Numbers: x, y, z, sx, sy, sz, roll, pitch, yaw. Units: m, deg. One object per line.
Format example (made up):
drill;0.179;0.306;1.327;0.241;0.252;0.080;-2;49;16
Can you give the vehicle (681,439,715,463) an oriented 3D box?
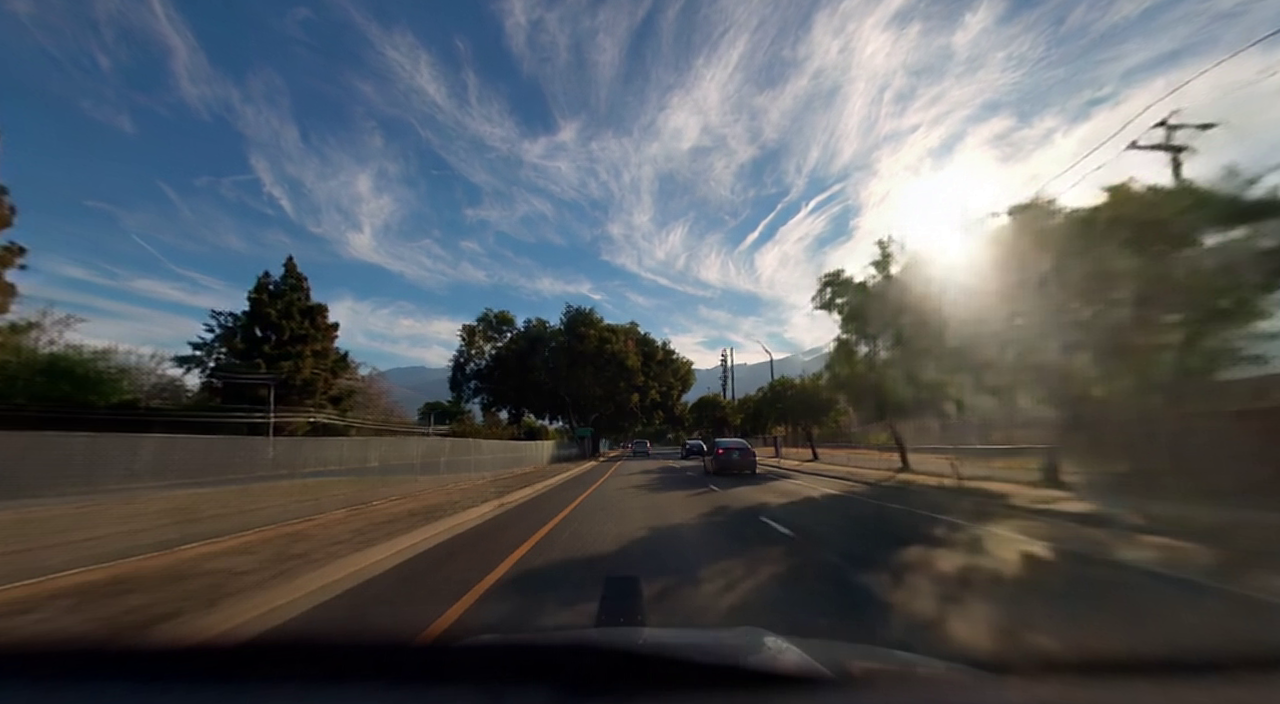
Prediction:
vehicle;4.051;6.971;44.634;2.012;1.653;4.115;0;-8;0

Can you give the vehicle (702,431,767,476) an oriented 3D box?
vehicle;4.101;4.515;28.246;2.112;1.825;4.574;0;-8;-1
